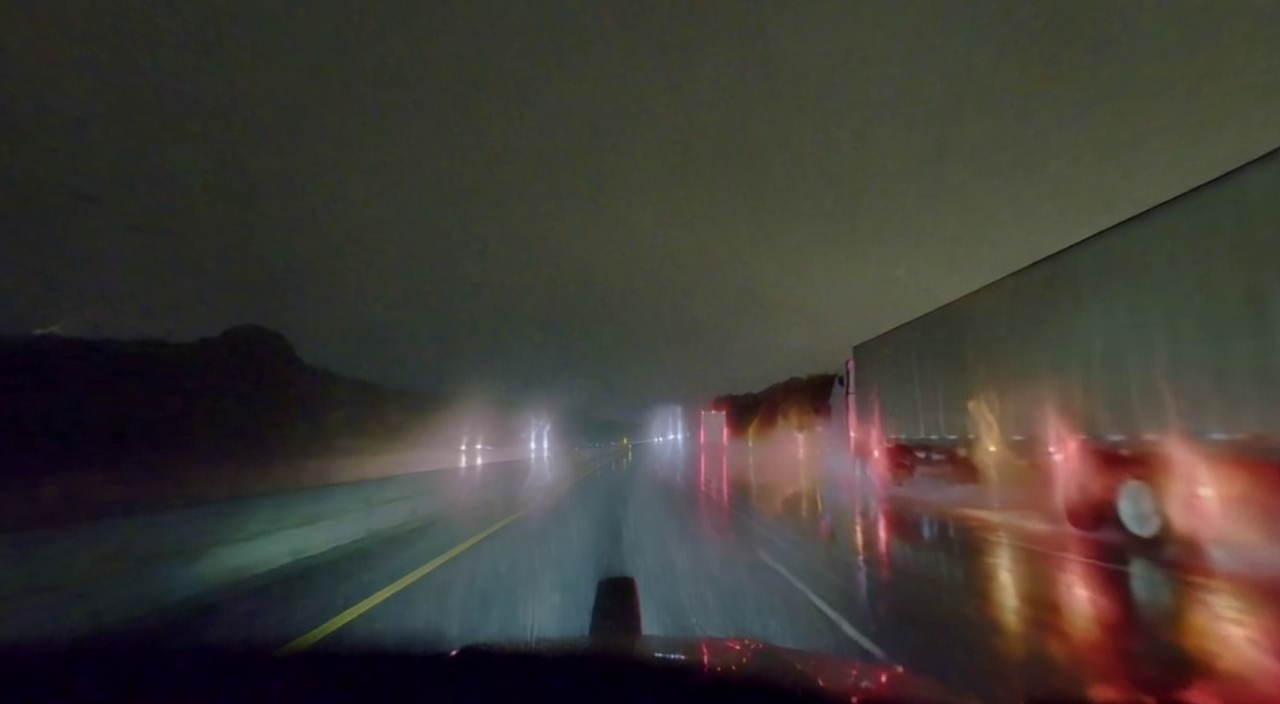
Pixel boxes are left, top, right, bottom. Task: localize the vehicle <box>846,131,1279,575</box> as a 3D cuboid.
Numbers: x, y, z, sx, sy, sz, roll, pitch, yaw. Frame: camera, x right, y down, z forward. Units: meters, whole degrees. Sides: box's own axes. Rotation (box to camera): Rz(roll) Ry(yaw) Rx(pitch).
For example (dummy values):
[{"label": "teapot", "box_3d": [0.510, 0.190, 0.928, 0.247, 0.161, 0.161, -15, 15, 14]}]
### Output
[{"label": "vehicle", "box_3d": [7.374, 0.725, 10.862, 2.885, 4.075, 13.981, 0, -8, 0]}]
